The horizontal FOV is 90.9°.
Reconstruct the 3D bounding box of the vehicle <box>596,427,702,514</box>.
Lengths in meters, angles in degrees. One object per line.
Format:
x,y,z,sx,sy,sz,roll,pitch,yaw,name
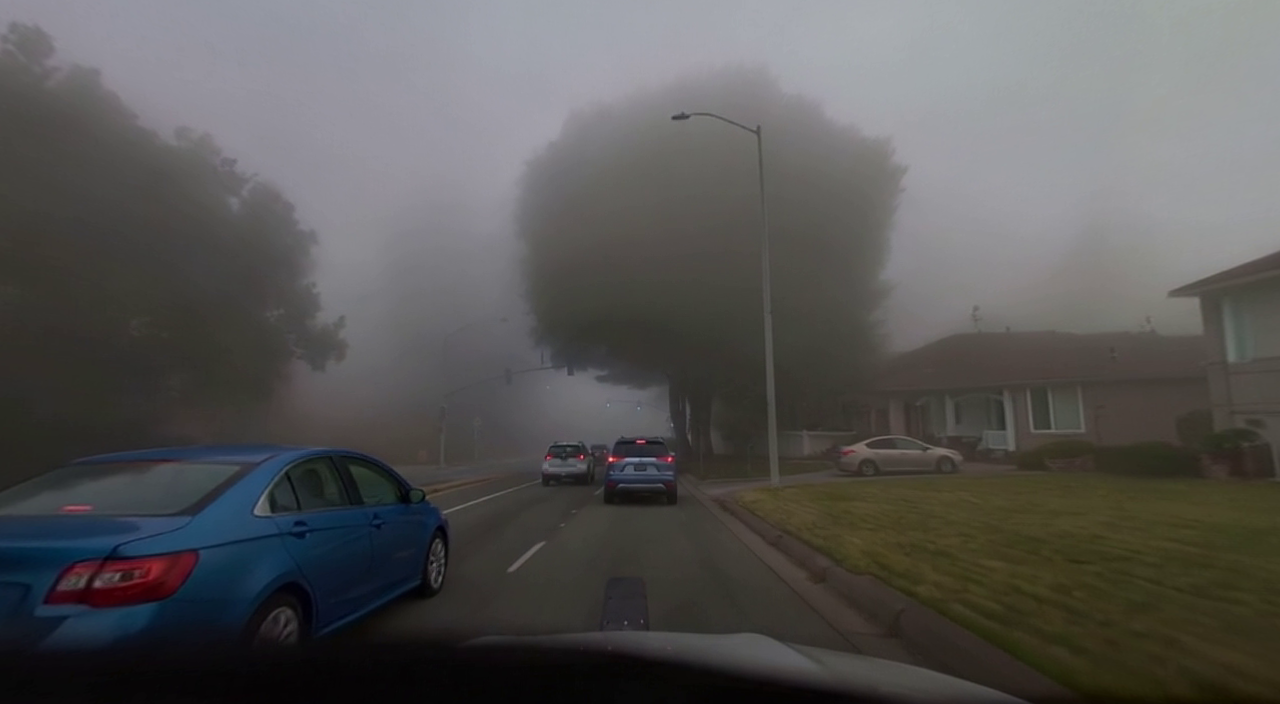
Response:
0.186,2.693,14.737,2.120,1.718,3.909,0,-9,0,vehicle

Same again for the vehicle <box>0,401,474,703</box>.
-2.839,1.253,4.361,1.968,1.472,4.685,0,-9,2,vehicle

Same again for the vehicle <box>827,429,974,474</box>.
9.308,3.588,22.817,4.456,1.504,1.914,0,-9,0,vehicle

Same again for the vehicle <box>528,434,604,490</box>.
-2.459,3.801,22.031,2.000,1.737,4.133,-1,-9,2,vehicle
